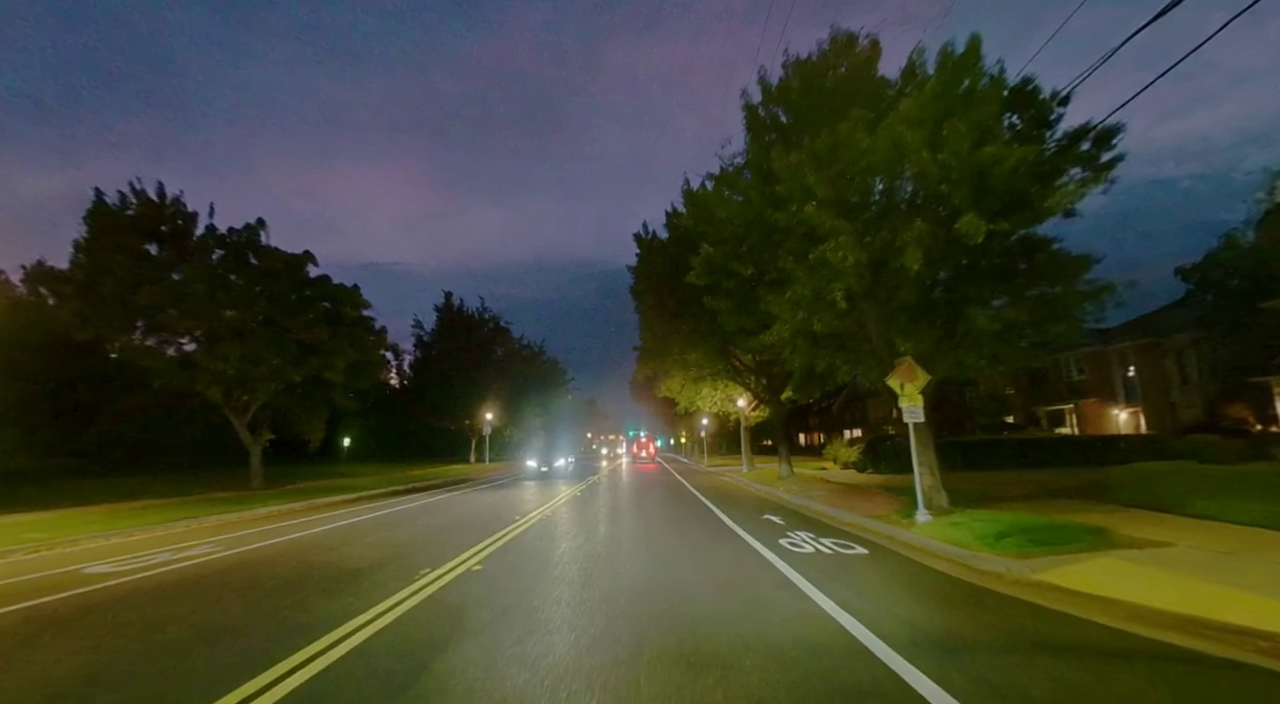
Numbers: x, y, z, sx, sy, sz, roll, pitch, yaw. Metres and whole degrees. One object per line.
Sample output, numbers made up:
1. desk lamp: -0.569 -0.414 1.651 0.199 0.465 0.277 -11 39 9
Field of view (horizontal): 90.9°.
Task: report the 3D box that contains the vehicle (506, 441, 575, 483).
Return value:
1. vehicle: -4.152 4.637 26.988 2.102 1.620 4.575 0 -8 1
